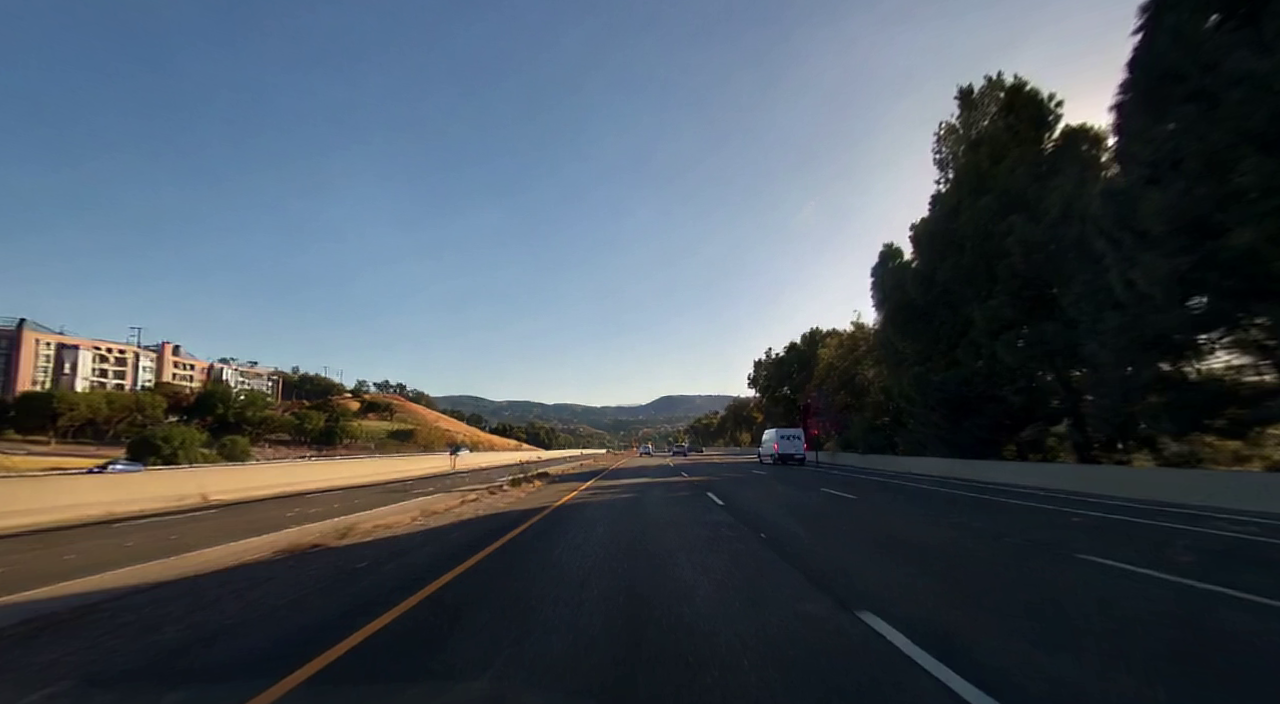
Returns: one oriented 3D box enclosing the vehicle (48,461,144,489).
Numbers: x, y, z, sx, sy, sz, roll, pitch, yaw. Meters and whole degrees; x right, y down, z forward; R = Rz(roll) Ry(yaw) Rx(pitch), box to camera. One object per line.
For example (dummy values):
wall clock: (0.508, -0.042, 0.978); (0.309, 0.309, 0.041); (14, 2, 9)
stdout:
vehicle: (-35.373, 7.978, 41.191); (1.933, 1.536, 4.882); (0, -8, -1)

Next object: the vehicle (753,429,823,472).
vehicle: (7.658, 5.178, 33.302); (2.275, 2.059, 5.543); (0, -8, -1)
